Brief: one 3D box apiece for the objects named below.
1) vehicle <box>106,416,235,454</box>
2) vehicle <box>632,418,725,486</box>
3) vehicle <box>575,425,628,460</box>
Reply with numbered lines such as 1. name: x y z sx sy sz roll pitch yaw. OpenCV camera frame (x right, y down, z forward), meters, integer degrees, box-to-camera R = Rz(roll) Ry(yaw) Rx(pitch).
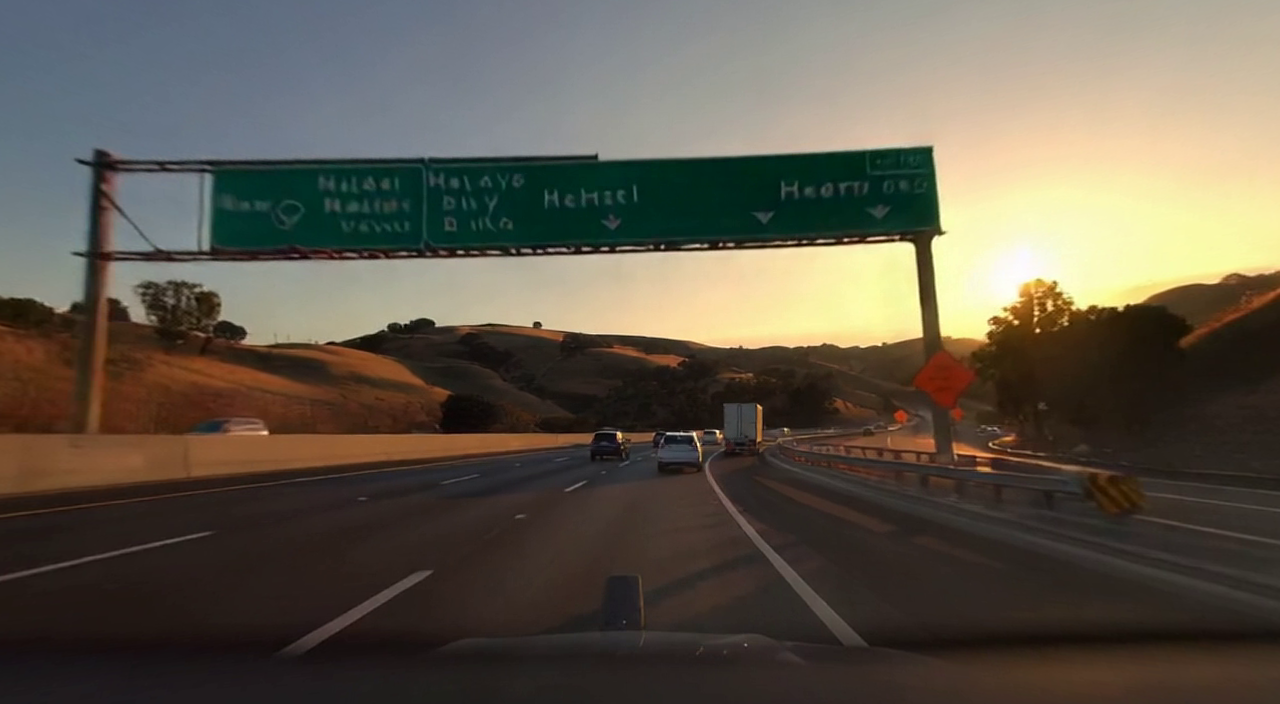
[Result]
1. vehicle: -23.338 4.209 31.689 2.019 1.717 5.356 -1 -8 6
2. vehicle: 1.151 3.049 19.384 2.484 1.820 4.497 -1 -8 3
3. vehicle: -2.003 4.891 34.127 2.077 1.712 4.406 -1 -8 7
